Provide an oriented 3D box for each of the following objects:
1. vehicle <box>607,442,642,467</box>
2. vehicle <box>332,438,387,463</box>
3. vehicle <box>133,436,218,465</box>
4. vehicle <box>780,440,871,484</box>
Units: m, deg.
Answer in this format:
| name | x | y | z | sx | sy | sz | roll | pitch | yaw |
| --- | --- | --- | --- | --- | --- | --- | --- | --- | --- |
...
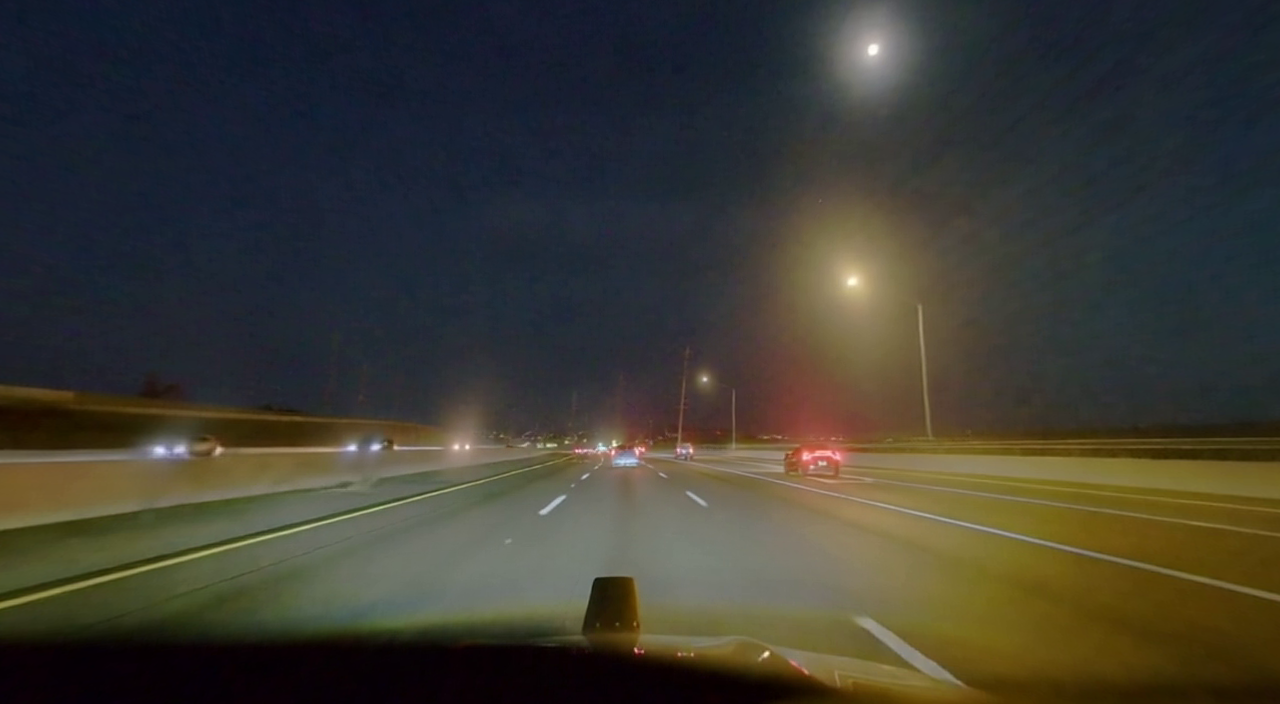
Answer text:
| name | x | y | z | sx | sy | sz | roll | pitch | yaw |
| --- | --- | --- | --- | --- | --- | --- | --- | --- | --- |
| vehicle | -1.080 | 6.674 | 41.358 | 2.109 | 1.489 | 4.027 | 0 | -8 | -4 |
| vehicle | -21.871 | 7.699 | 49.613 | 2.115 | 1.861 | 5.374 | 0 | -8 | -3 |
| vehicle | -32.280 | 6.846 | 44.211 | 2.028 | 1.866 | 5.383 | 0 | -8 | -3 |
| vehicle | 6.687 | 4.008 | 23.332 | 1.876 | 1.451 | 4.154 | 0 | -8 | -3 |
